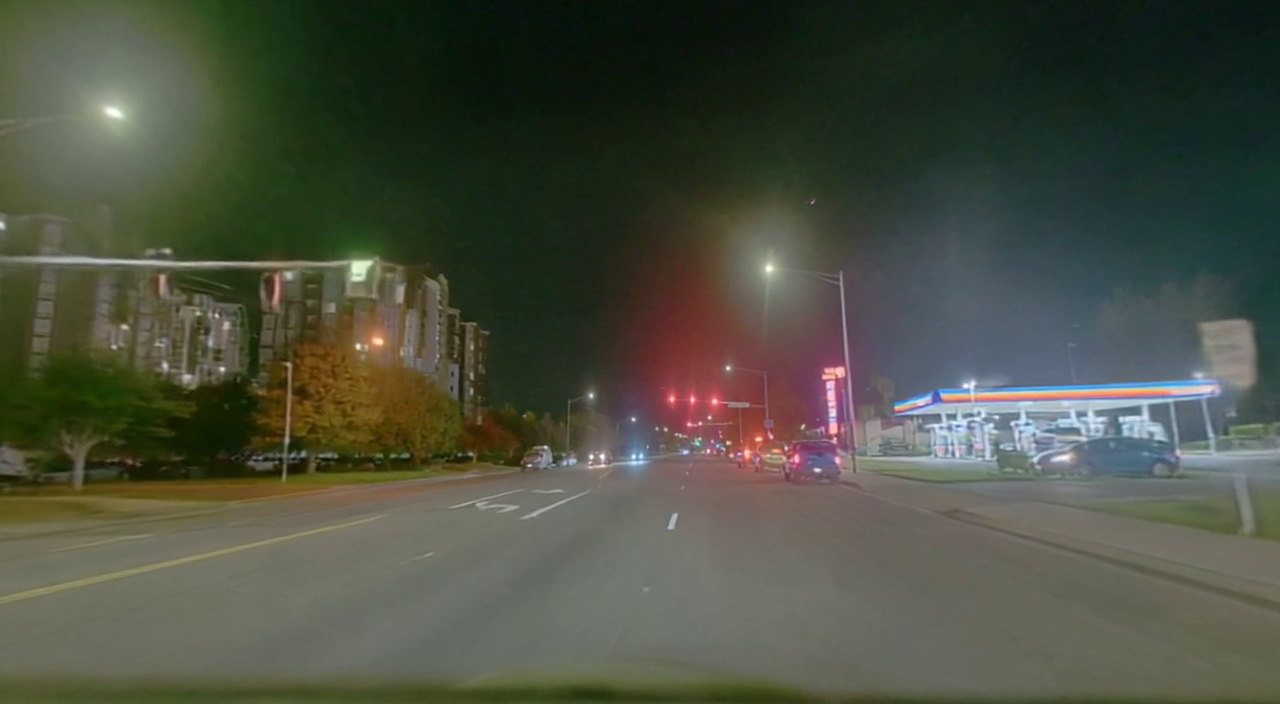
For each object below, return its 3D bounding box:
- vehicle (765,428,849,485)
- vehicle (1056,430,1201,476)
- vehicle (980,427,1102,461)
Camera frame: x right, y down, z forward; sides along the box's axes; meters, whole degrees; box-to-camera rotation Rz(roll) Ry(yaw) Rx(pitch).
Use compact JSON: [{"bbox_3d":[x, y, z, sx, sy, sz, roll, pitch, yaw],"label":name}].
[{"bbox_3d":[6.100,3.886,23.707,2.194,1.896,5.049,-1,-9,5],"label":"vehicle"},{"bbox_3d":[16.737,3.494,22.009,1.919,1.411,4.440,-1,-9,7],"label":"vehicle"},{"bbox_3d":[19.264,4.476,30.540,4.421,1.548,2.061,-1,-9,7],"label":"vehicle"}]
